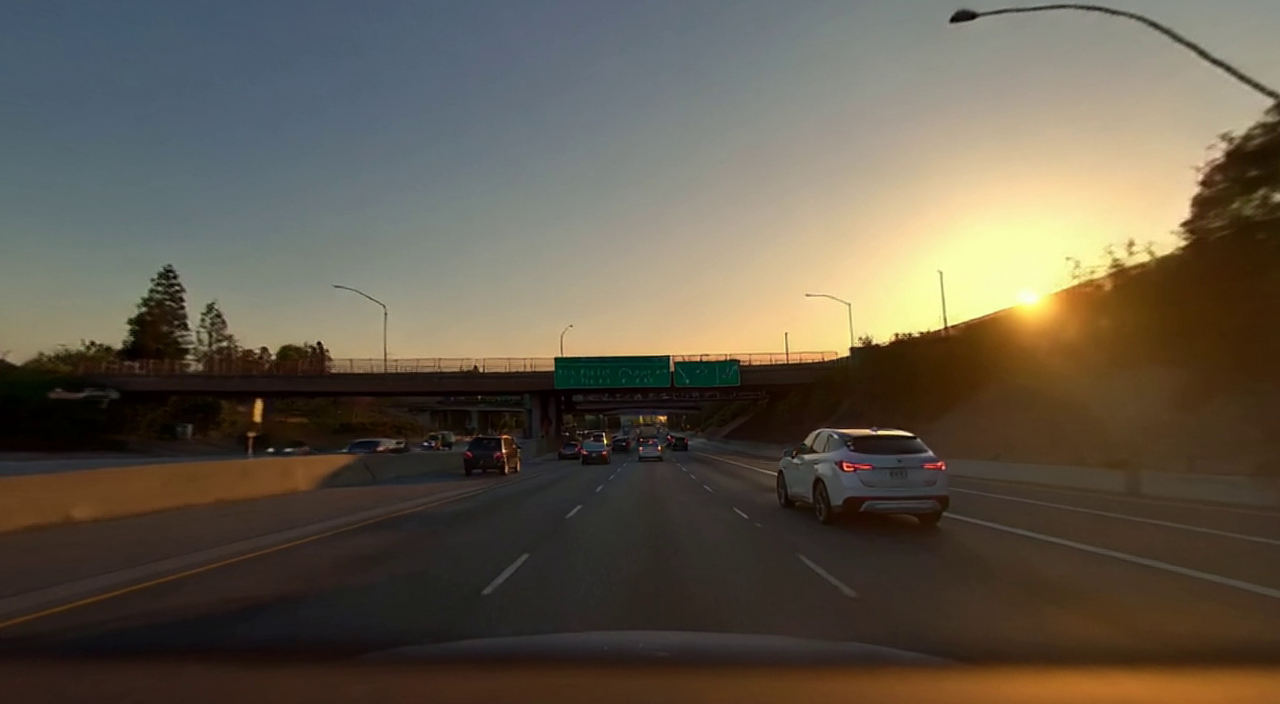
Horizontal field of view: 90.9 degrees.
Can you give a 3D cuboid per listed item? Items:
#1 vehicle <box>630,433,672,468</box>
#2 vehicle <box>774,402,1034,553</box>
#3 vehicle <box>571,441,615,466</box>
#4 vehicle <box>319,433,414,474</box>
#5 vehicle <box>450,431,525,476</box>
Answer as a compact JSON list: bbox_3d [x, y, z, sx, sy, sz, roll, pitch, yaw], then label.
[{"bbox_3d":[0.606,5.325,34.240,2.133,1.739,3.925,0,-8,1],"label":"vehicle"},{"bbox_3d":[3.716,1.868,10.061,2.083,1.823,4.627,0,-8,-1],"label":"vehicle"},{"bbox_3d":[-2.677,5.945,37.081,2.205,1.406,4.286,0,-8,1],"label":"vehicle"},{"bbox_3d":[-12.364,4.600,28.916,2.076,1.701,5.093,0,-8,0],"label":"vehicle"},{"bbox_3d":[-6.100,4.111,25.745,1.946,1.688,4.019,0,-8,1],"label":"vehicle"}]
